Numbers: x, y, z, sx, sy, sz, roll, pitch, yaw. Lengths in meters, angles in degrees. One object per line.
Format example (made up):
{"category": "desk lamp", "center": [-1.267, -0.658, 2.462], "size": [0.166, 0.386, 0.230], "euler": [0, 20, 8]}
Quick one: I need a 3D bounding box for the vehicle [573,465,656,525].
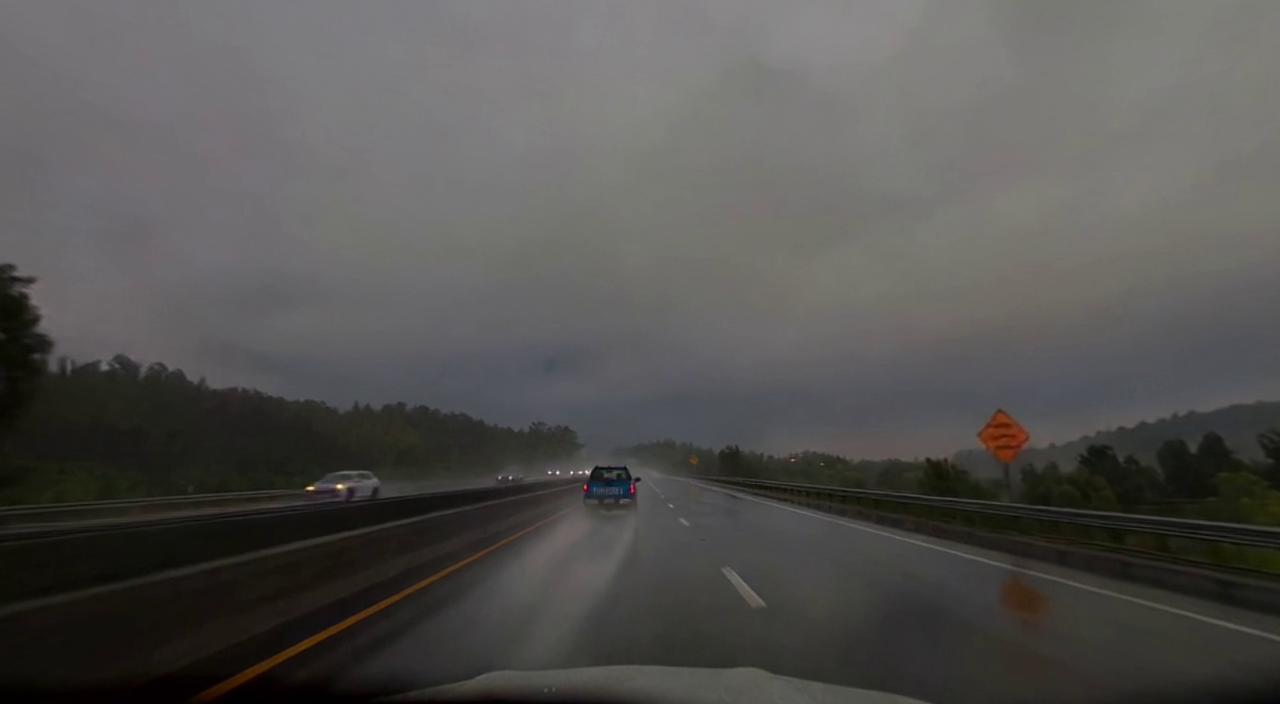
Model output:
{"category": "vehicle", "center": [-0.630, 4.192, 18.953], "size": [2.135, 1.506, 5.041], "euler": [1, -10, 1]}

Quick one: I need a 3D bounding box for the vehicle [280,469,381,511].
{"category": "vehicle", "center": [-13.414, 6.002, 27.746], "size": [2.067, 1.534, 4.802], "euler": [-3, -10, -1]}
